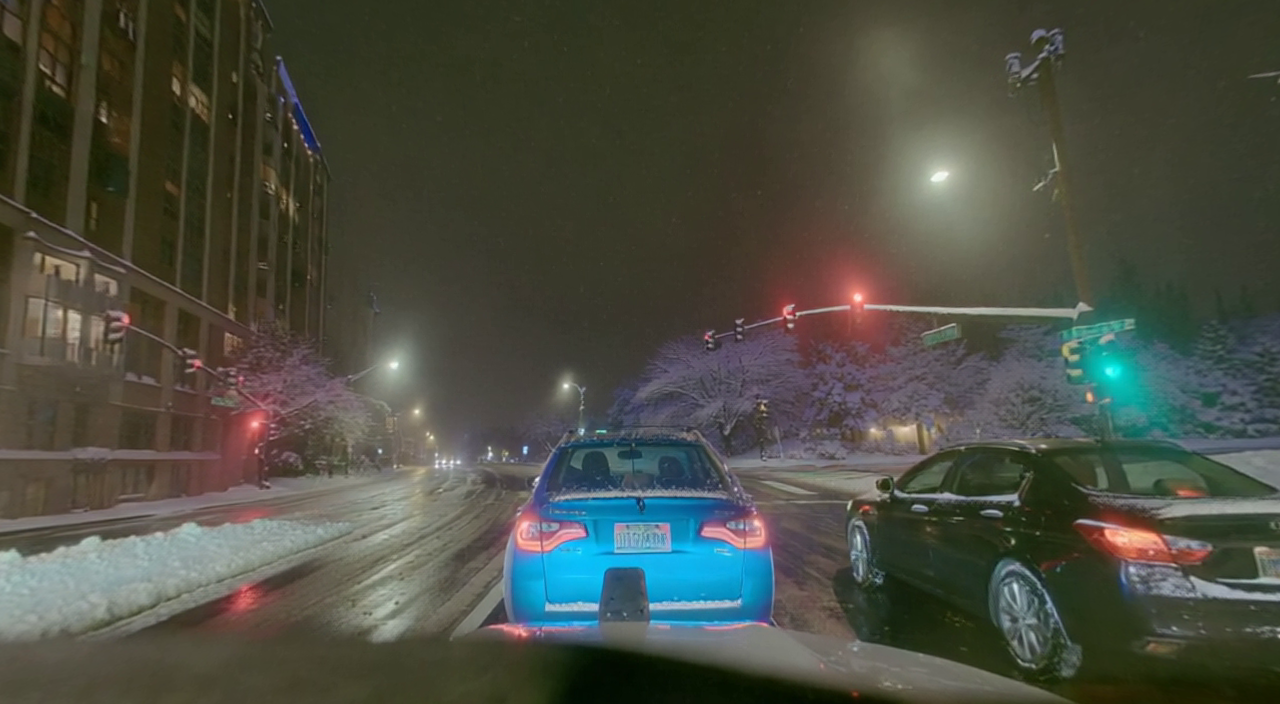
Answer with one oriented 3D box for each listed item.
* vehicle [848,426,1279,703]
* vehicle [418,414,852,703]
[{"bbox_3d":[3.348,1.376,5.083,1.860,1.430,4.089,0,-8,-1],"label":"vehicle"},{"bbox_3d":[-0.059,1.349,5.153,2.094,1.481,4.078,0,-8,-1],"label":"vehicle"}]
